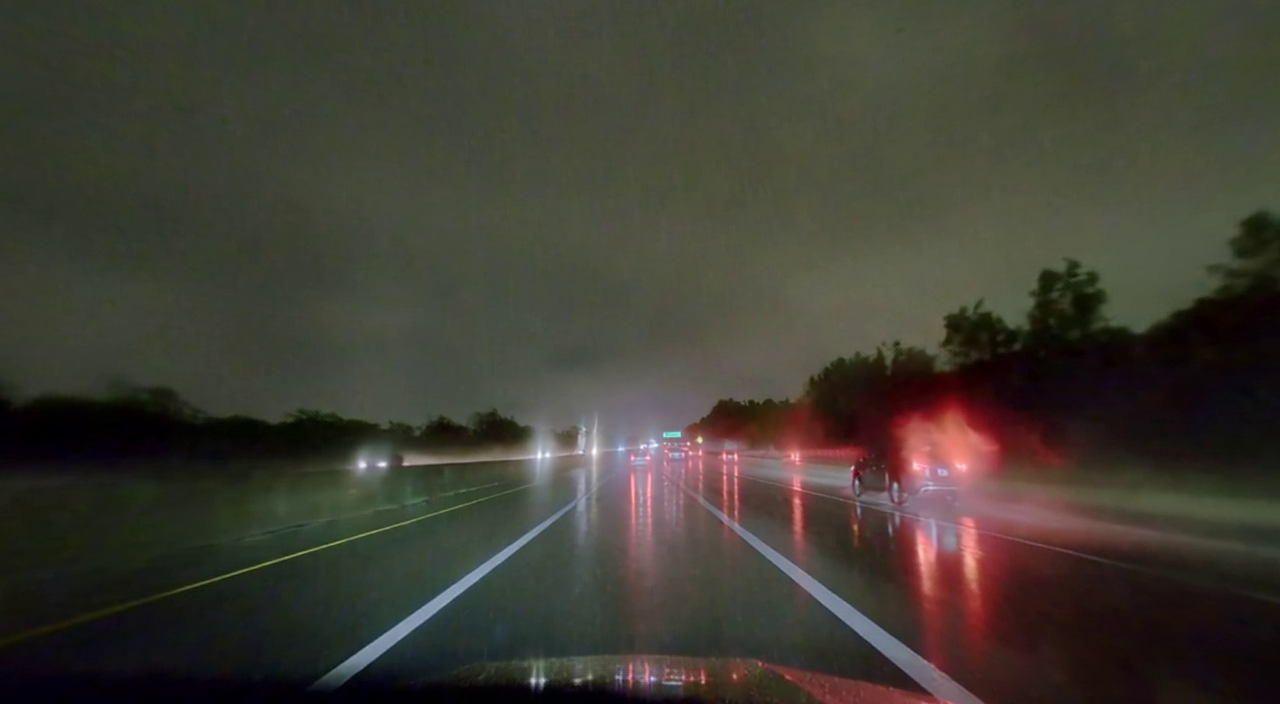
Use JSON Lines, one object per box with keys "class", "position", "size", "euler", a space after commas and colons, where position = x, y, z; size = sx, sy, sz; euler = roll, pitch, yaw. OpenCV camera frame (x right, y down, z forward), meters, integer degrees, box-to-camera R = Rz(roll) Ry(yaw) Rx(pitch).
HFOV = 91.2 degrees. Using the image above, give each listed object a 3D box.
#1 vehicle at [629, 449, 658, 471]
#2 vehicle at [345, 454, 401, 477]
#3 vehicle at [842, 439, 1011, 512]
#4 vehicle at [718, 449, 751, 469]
{"class": "vehicle", "position": [0.270, 7.924, 46.156], "size": [2.025, 1.526, 4.181], "euler": [-1, -9, 1]}
{"class": "vehicle", "position": [-19.058, 8.095, 44.990], "size": [1.958, 1.491, 4.516], "euler": [-1, -9, 2]}
{"class": "vehicle", "position": [6.868, 2.992, 15.699], "size": [2.008, 1.533, 4.592], "euler": [0, -9, -1]}
{"class": "vehicle", "position": [7.332, 8.294, 48.839], "size": [1.941, 1.485, 3.701], "euler": [0, -9, -1]}
